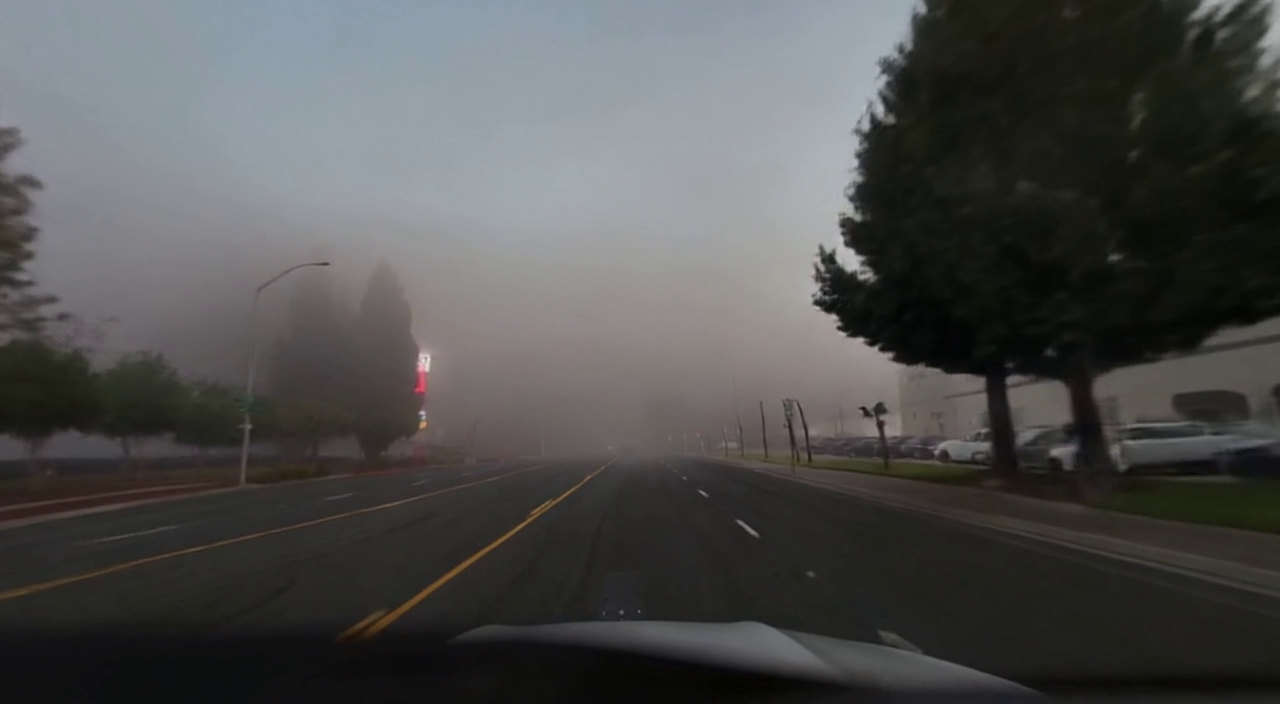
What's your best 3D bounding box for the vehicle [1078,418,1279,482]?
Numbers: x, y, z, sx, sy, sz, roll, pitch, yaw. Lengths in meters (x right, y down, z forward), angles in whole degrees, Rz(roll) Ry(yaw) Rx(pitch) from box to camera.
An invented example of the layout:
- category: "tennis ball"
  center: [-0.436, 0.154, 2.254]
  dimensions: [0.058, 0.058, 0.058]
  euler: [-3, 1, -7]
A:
- category: "vehicle"
  center: [15.437, 2.781, 18.034]
  dimensions: [4.339, 1.673, 2.018]
  euler: [0, -8, -2]
